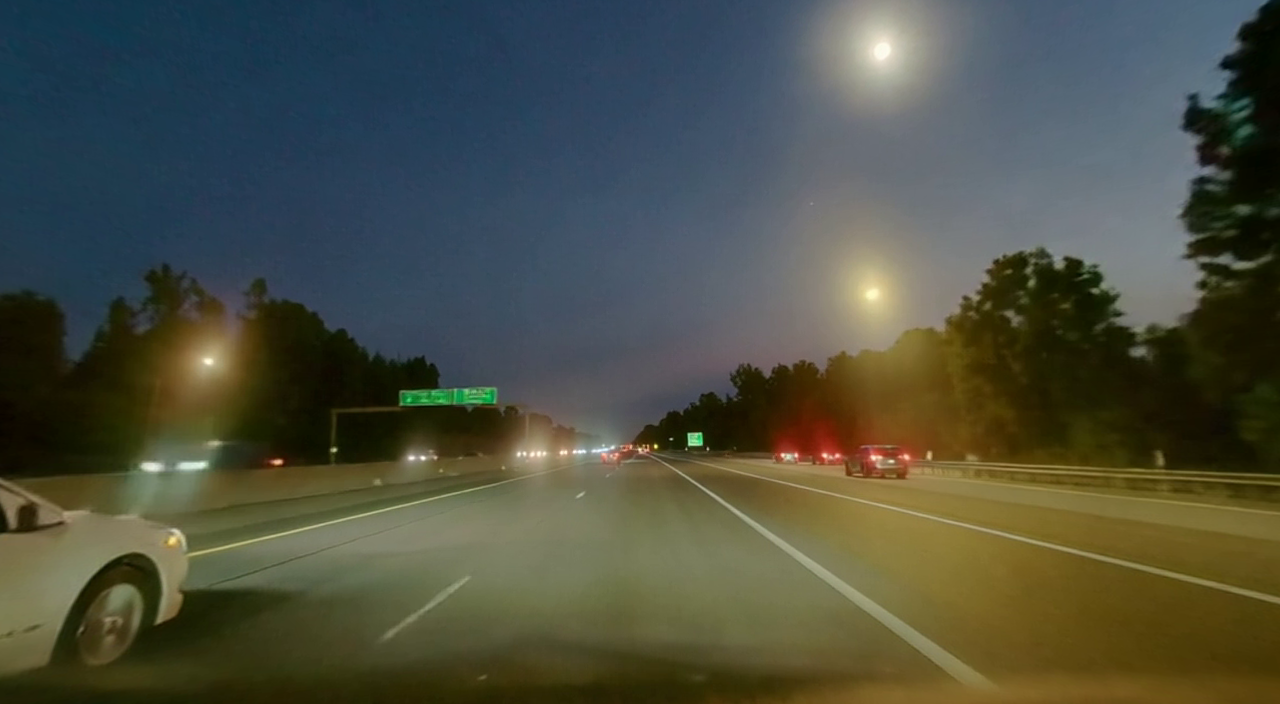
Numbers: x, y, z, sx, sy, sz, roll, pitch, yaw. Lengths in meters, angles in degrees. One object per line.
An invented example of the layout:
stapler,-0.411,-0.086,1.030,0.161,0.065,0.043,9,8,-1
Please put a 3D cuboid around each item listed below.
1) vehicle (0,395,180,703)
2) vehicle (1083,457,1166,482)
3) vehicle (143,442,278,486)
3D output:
vehicle,-4.078,0.855,2.012,1.988,1.585,4.215,0,-9,0
vehicle,36.708,8.878,47.888,4.726,1.766,1.973,-8,-12,41
vehicle,-16.221,4.249,24.197,2.033,1.526,4.528,0,-9,0
